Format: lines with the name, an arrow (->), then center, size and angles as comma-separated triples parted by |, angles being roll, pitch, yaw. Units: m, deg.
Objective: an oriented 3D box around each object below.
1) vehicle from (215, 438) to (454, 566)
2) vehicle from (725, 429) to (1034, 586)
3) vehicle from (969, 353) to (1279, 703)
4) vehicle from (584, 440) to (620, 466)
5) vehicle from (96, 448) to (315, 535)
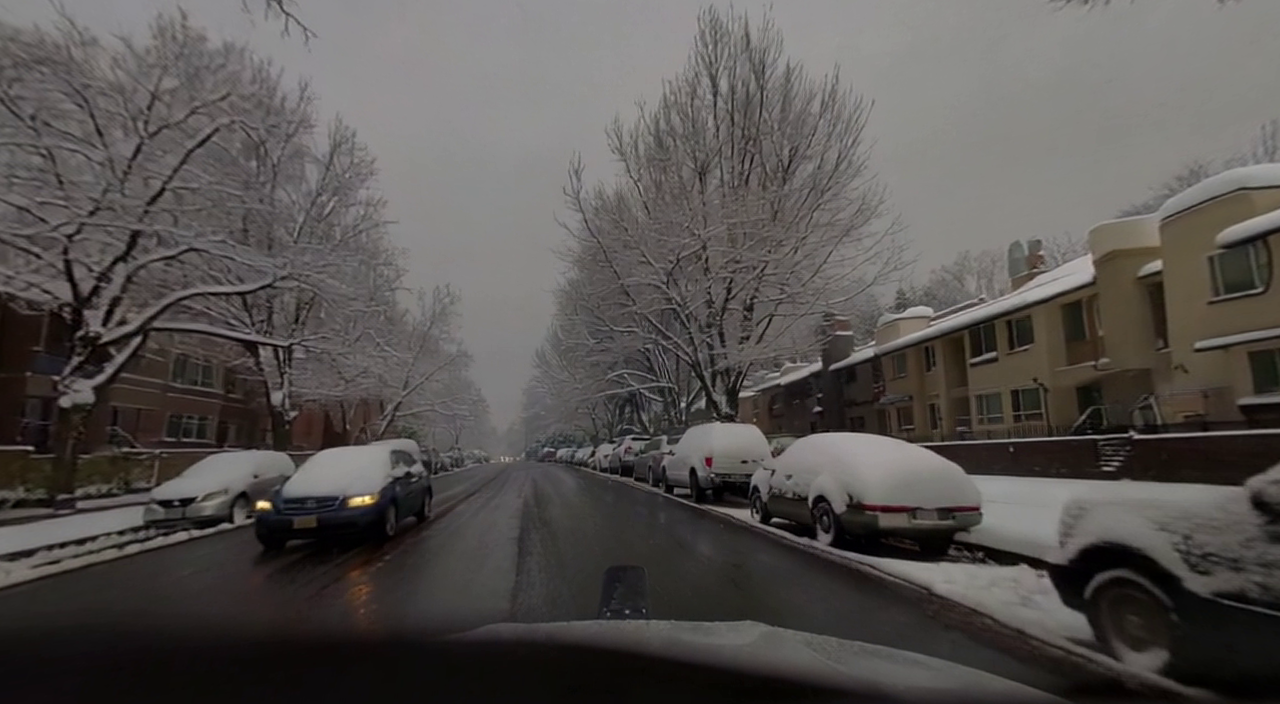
vehicle -> -4.309, 2.099, 9.854 | 1.971, 1.476, 4.593 | 1, -8, -8
vehicle -> 2.786, 1.876, 8.682 | 1.876, 1.538, 4.447 | 1, -8, -10
vehicle -> 3.720, 0.836, 2.439 | 1.937, 1.722, 4.575 | 1, -8, -8
vehicle -> -2.876, 7.465, 46.746 | 2.114, 1.787, 4.783 | 1, -8, -10
vehicle -> -9.052, 2.867, 13.752 | 2.119, 1.476, 4.588 | 1, -8, -10
